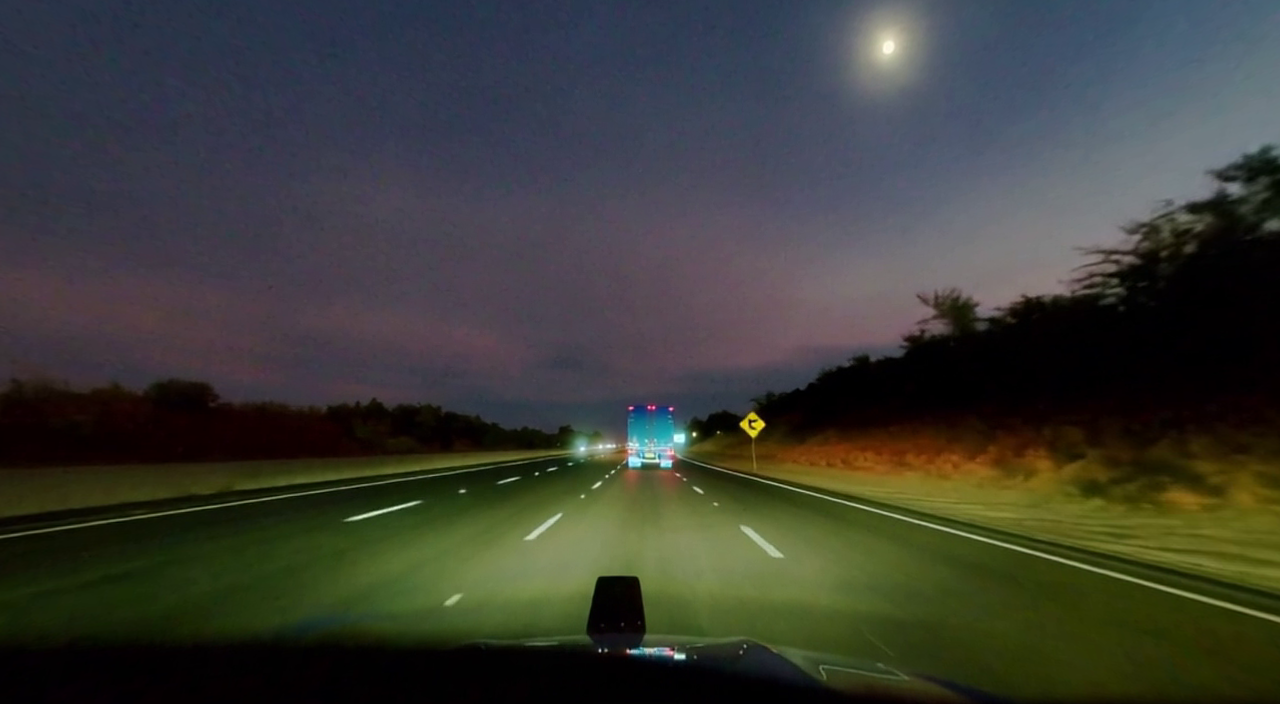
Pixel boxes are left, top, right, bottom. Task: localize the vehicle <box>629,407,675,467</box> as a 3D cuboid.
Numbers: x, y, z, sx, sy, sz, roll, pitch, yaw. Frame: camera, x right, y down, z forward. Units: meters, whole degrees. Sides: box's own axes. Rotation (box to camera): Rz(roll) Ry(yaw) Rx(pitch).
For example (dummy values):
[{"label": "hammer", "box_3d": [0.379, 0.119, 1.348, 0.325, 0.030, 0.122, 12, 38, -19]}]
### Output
[{"label": "vehicle", "box_3d": [0.730, 6.595, 48.047, 3.055, 4.009, 10.972, 0, -9, -1]}]
